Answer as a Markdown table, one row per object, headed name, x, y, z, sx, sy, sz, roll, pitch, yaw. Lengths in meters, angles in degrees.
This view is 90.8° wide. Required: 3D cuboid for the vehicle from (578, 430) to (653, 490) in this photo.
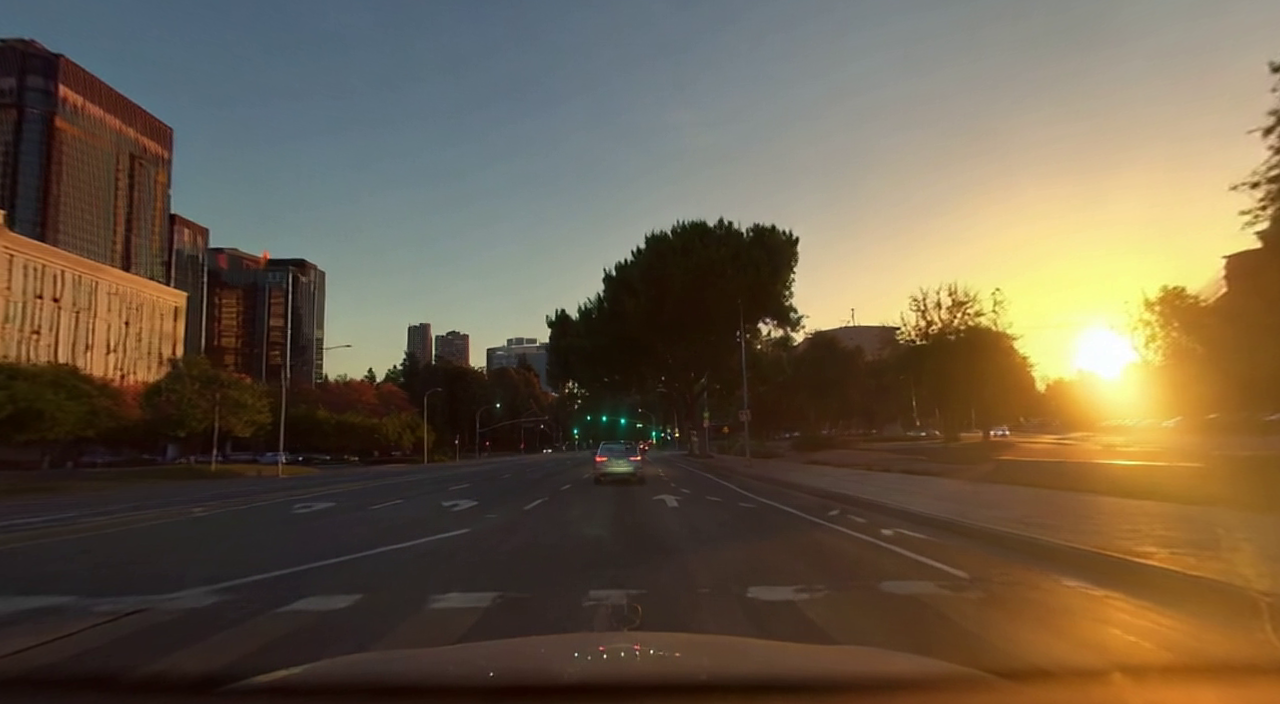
| name | x | y | z | sx | sy | sz | roll | pitch | yaw |
| --- | --- | --- | --- | --- | --- | --- | --- | --- | --- |
| vehicle | -0.723 | 3.408 | 20.246 | 2.130 | 1.711 | 4.038 | 0 | -9 | 0 |
